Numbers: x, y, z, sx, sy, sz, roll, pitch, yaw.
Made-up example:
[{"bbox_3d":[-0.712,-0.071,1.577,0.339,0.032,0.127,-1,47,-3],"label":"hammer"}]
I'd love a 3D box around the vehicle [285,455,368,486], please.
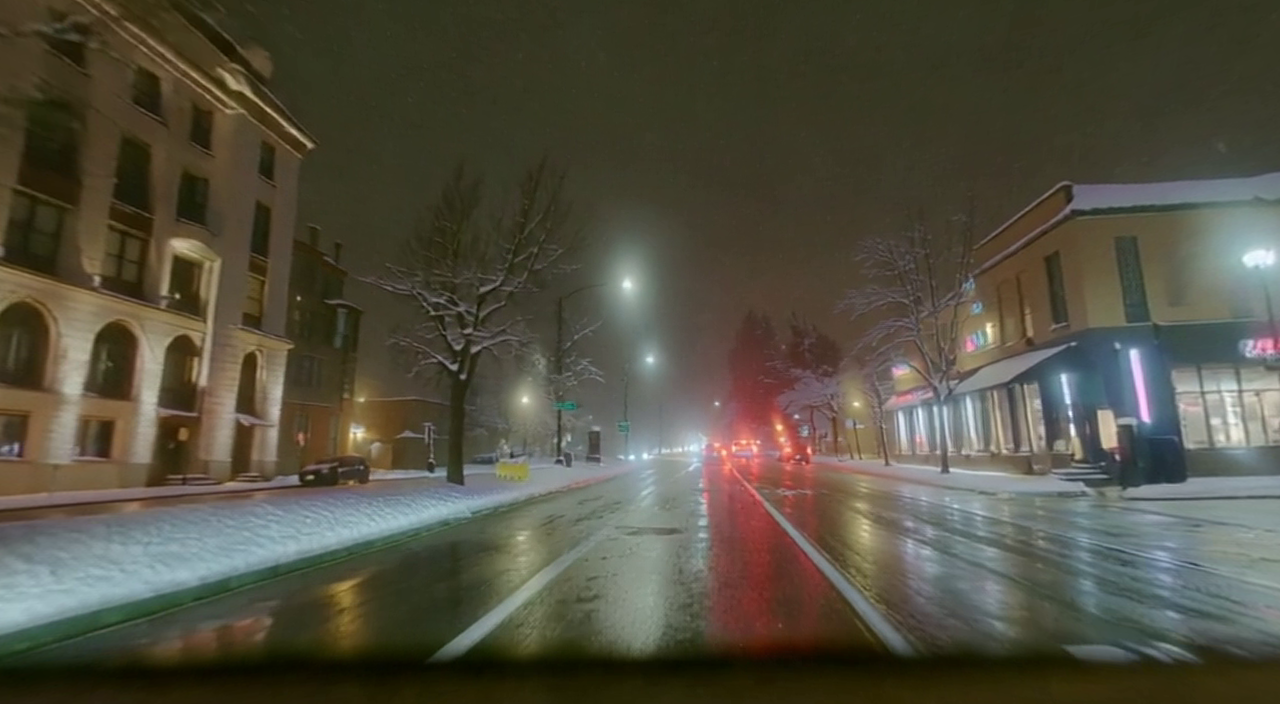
[{"bbox_3d":[-16.888,6.404,34.335,1.840,1.440,4.442,-3,-9,7],"label":"vehicle"}]
